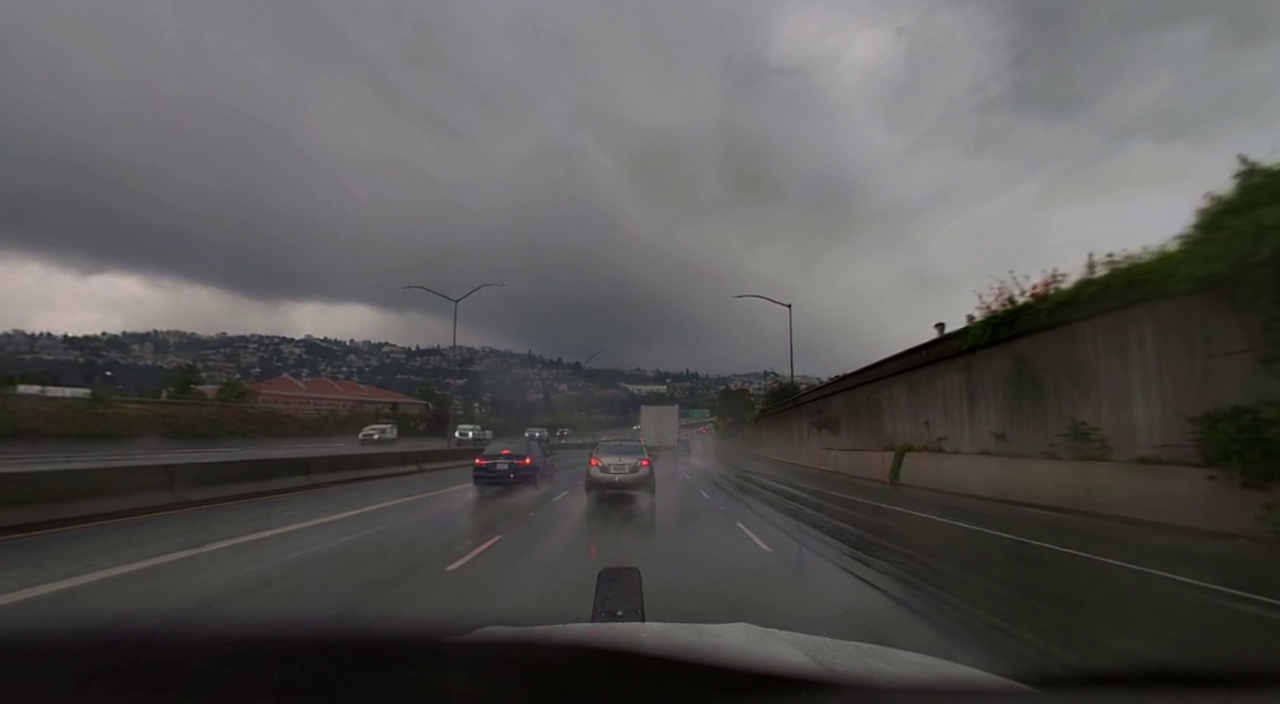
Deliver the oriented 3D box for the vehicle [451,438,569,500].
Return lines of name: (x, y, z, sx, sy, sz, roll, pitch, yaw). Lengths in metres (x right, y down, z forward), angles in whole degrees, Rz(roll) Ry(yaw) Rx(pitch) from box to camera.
vehicle: (-3.465, 3.254, 17.997, 2.130, 1.474, 5.027, -1, -9, 2)

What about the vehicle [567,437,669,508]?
vehicle: (-0.408, 2.842, 15.350, 2.136, 1.470, 3.971, -1, -9, 2)

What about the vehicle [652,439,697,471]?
vehicle: (1.883, 5.833, 36.024, 2.166, 1.666, 4.618, 0, -9, -2)
